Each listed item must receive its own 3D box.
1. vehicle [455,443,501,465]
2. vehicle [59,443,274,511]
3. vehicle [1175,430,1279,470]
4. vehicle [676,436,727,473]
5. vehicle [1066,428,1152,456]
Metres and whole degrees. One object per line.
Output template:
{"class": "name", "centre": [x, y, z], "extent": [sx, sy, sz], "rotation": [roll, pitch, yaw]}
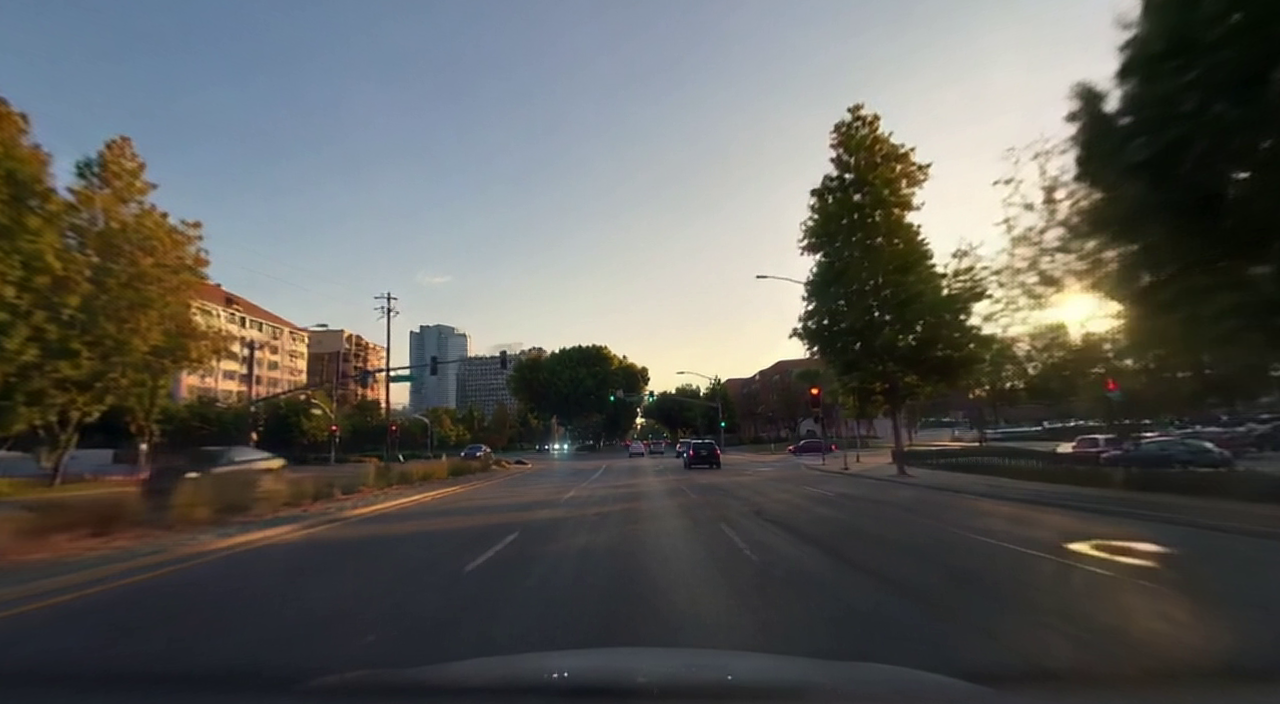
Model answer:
{"class": "vehicle", "centre": [-11.791, 7.452, 46.290], "extent": [2.059, 1.503, 4.483], "rotation": [-1, -8, 1]}
{"class": "vehicle", "centre": [-12.019, 3.152, 16.580], "extent": [2.005, 1.493, 4.682], "rotation": [-1, -8, 0]}
{"class": "vehicle", "centre": [22.622, 3.668, 23.670], "extent": [3.536, 1.412, 1.727], "rotation": [0, -8, -1]}
{"class": "vehicle", "centre": [3.098, 5.295, 32.966], "extent": [2.069, 1.761, 4.610], "rotation": [0, -8, -2]}
{"class": "vehicle", "centre": [25.464, 4.924, 34.493], "extent": [1.828, 1.384, 3.794], "rotation": [-1, -8, 2]}
